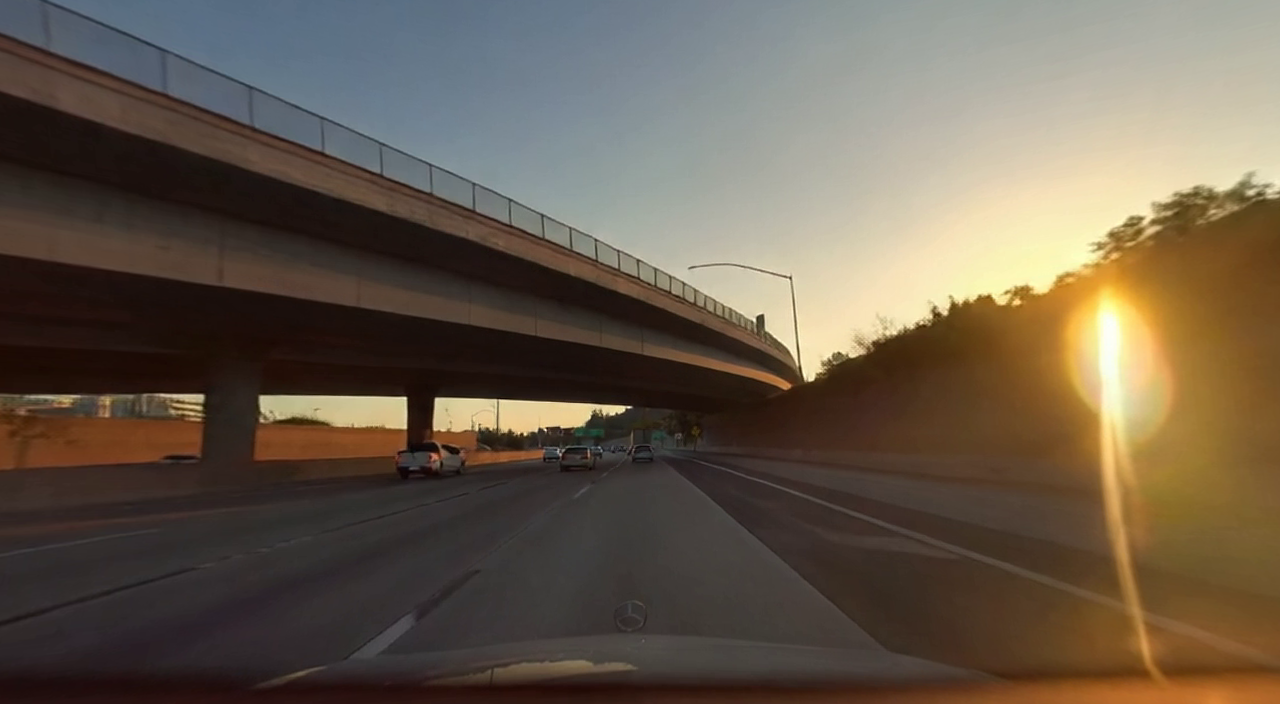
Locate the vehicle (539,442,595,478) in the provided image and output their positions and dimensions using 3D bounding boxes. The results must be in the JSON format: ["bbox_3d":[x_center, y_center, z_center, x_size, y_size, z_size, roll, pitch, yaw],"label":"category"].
[{"bbox_3d":[-3.253,4.928,29.002,2.056,1.480,4.022,-1,-9,1],"label":"vehicle"}]

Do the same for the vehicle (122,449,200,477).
[{"bbox_3d":[-25.766,5.958,34.059,1.511,1.380,3.380,-1,-9,0],"label":"vehicle"}]

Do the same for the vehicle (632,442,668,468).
[{"bbox_3d":[0.570,6.384,39.220,2.073,1.480,4.343,-1,-9,0],"label":"vehicle"}]

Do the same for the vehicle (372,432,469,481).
[{"bbox_3d":[-9.960,4.800,29.304,2.339,2.018,5.790,-1,-9,1],"label":"vehicle"}]
